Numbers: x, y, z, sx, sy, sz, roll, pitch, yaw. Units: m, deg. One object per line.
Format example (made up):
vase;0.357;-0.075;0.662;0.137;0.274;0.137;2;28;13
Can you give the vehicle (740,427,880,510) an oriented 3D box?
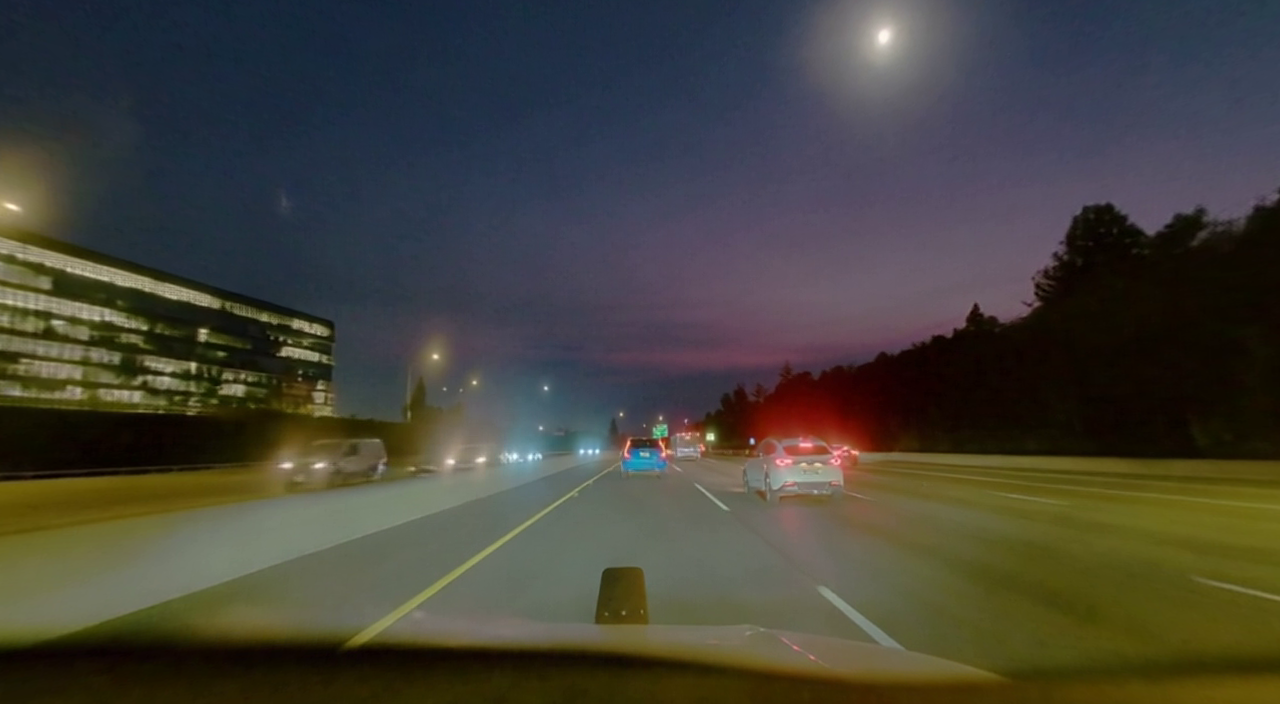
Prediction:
vehicle;3.637;2.577;14.382;2.042;1.592;4.047;0;-8;0

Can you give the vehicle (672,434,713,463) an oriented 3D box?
vehicle;3.755;7.043;46.185;2.328;1.987;5.440;0;-8;-1

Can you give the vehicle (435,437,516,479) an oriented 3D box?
vehicle;-6.997;4.563;27.428;2.201;1.622;4.716;0;-8;1

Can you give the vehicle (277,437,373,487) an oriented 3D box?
vehicle;-14.160;4.937;28.711;2.097;1.967;4.612;-2;-8;-1

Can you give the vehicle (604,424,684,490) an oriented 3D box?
vehicle;0.138;3.337;20.357;2.290;1.862;4.454;0;-8;0
